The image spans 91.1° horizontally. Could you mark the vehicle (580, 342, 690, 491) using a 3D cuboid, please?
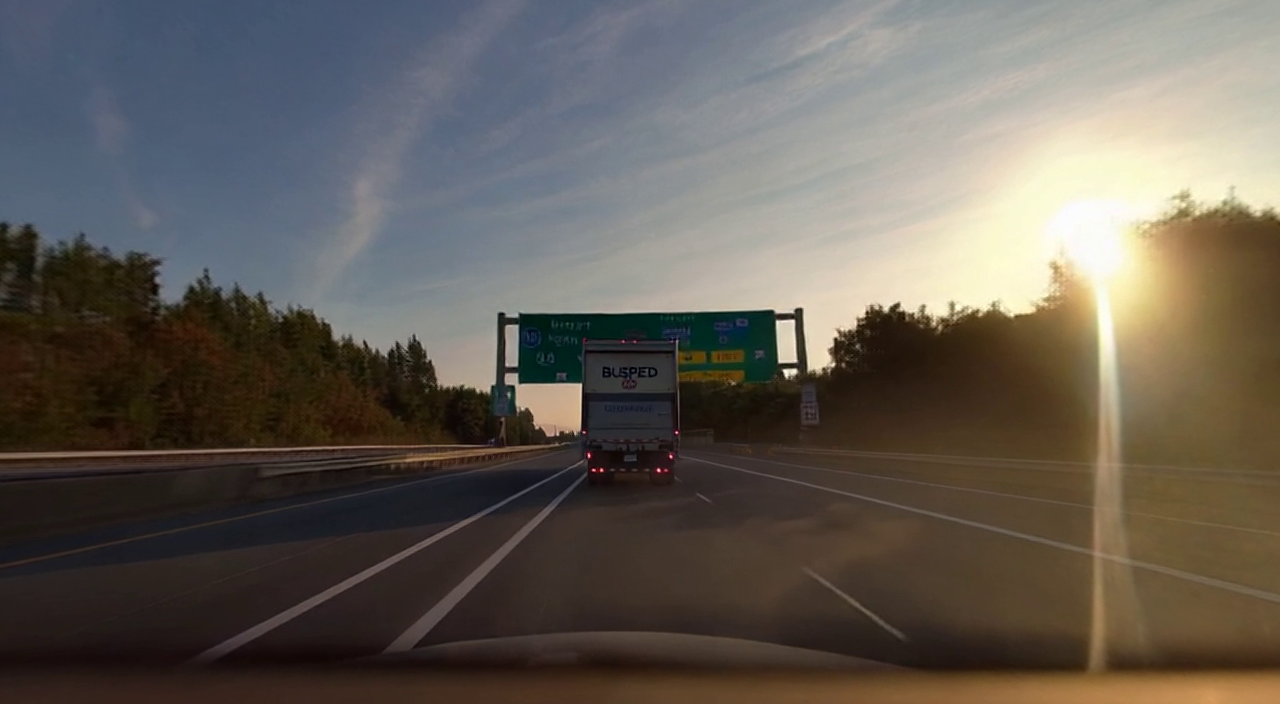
[{"bbox_3d":[-0.325,2.258,20.947,2.870,3.911,8.697,0,-8,-3],"label":"vehicle"}]
